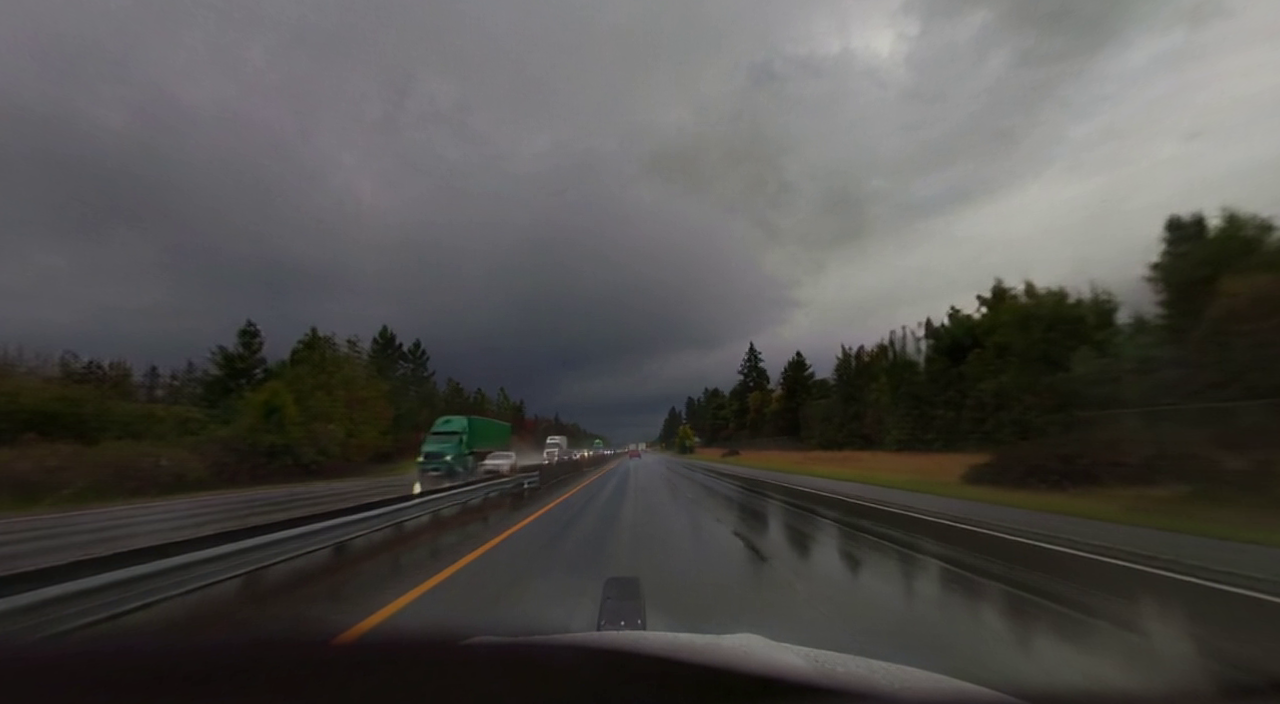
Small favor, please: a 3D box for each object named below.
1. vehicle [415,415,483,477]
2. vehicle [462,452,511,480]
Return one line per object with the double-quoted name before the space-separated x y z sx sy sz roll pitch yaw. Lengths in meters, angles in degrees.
"vehicle" -13.396 6.674 44.731 3.016 4.009 5.868 0 -9 -1
"vehicle" -8.820 6.580 36.571 1.864 1.460 4.134 0 -9 0
